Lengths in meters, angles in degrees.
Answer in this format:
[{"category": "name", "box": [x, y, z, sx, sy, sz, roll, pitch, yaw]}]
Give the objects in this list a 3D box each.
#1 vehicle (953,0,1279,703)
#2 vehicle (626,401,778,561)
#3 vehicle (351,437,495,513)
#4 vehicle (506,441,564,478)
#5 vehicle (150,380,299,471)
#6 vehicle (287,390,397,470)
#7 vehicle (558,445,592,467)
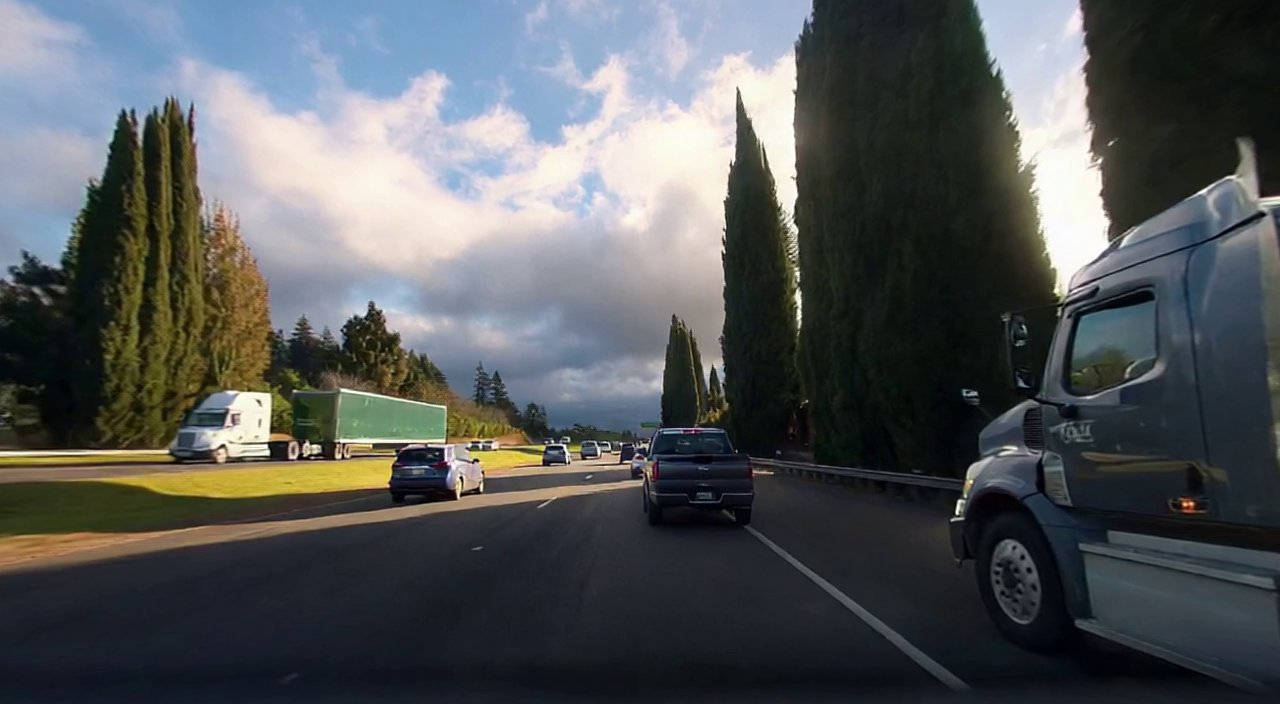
[{"category": "vehicle", "box": [3.834, 0.147, 3.379, 2.141, 3.473, 4.217, -1, -9, 3]}, {"category": "vehicle", "box": [0.755, 1.864, 9.704, 1.825, 1.920, 3.960, 0, -9, 0]}, {"category": "vehicle", "box": [-4.757, 2.730, 14.472, 1.867, 1.489, 3.829, 0, -9, 1]}, {"category": "vehicle", "box": [-4.702, 4.876, 28.804, 1.855, 1.527, 4.209, 0, -9, 1]}, {"category": "vehicle", "box": [-19.857, 3.669, 30.664, 2.867, 3.988, 6.021, 0, -9, 1]}, {"category": "vehicle", "box": [-15.927, 4.289, 34.240, 2.946, 3.934, 5.884, 0, -9, 1]}, {"category": "vehicle", "box": [-4.501, 7.271, 44.161, 1.857, 1.423, 3.920, 0, -9, 1]}]
